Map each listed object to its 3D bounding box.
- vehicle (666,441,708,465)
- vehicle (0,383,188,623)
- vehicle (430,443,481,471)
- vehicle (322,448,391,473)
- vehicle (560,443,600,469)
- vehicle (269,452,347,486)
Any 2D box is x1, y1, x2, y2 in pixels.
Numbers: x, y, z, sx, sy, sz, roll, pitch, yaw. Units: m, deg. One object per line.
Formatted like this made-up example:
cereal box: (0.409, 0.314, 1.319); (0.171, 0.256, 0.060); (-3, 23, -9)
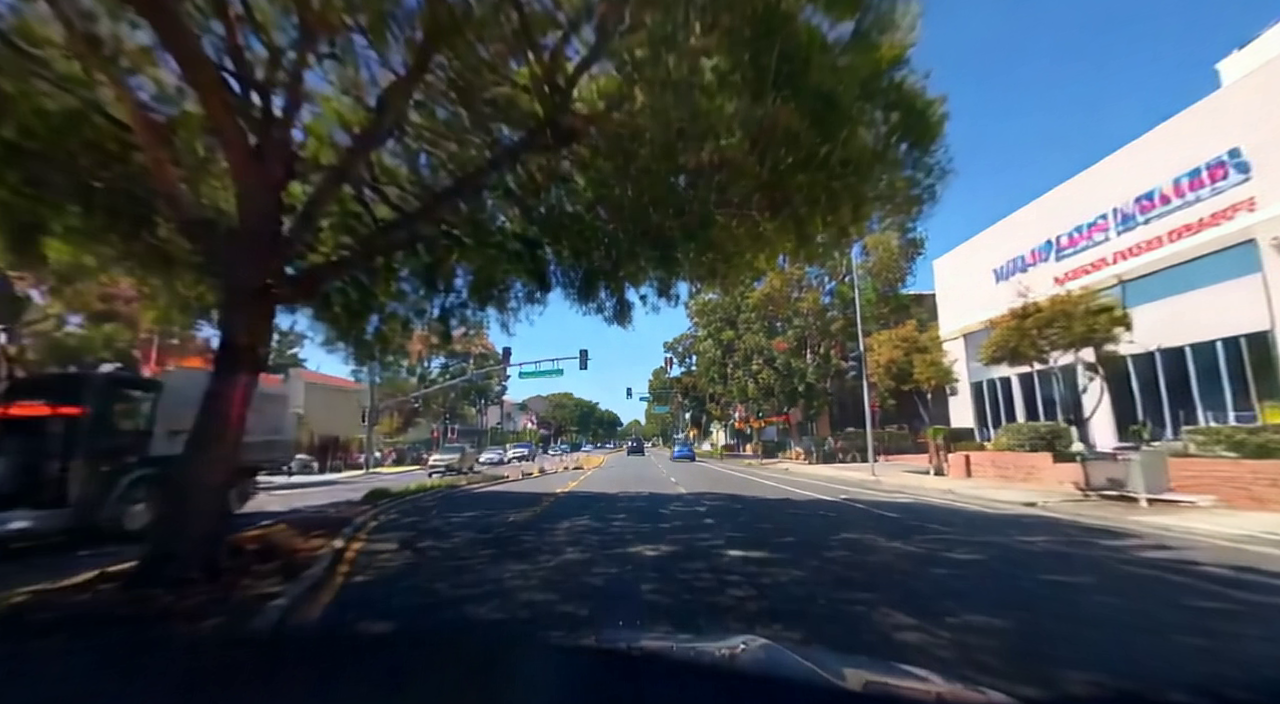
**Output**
vehicle: (3.444, 7.543, 47.394); (2.427, 1.665, 5.593); (0, -9, -3)
vehicle: (-5.979, 1.249, 5.326); (2.058, 1.751, 4.502); (0, -8, -16)
vehicle: (-12.629, 7.190, 43.524); (2.078, 1.740, 4.703); (0, -9, 0)
vehicle: (-21.587, 8.276, 48.192); (4.291, 1.687, 1.949); (-2, -8, 3)
vehicle: (-3.614, 6.359, 38.750); (1.962, 1.484, 4.351); (0, -8, 1)
vehicle: (-16.497, 5.807, 31.607); (1.725, 1.500, 3.875); (-1, -8, 2)
